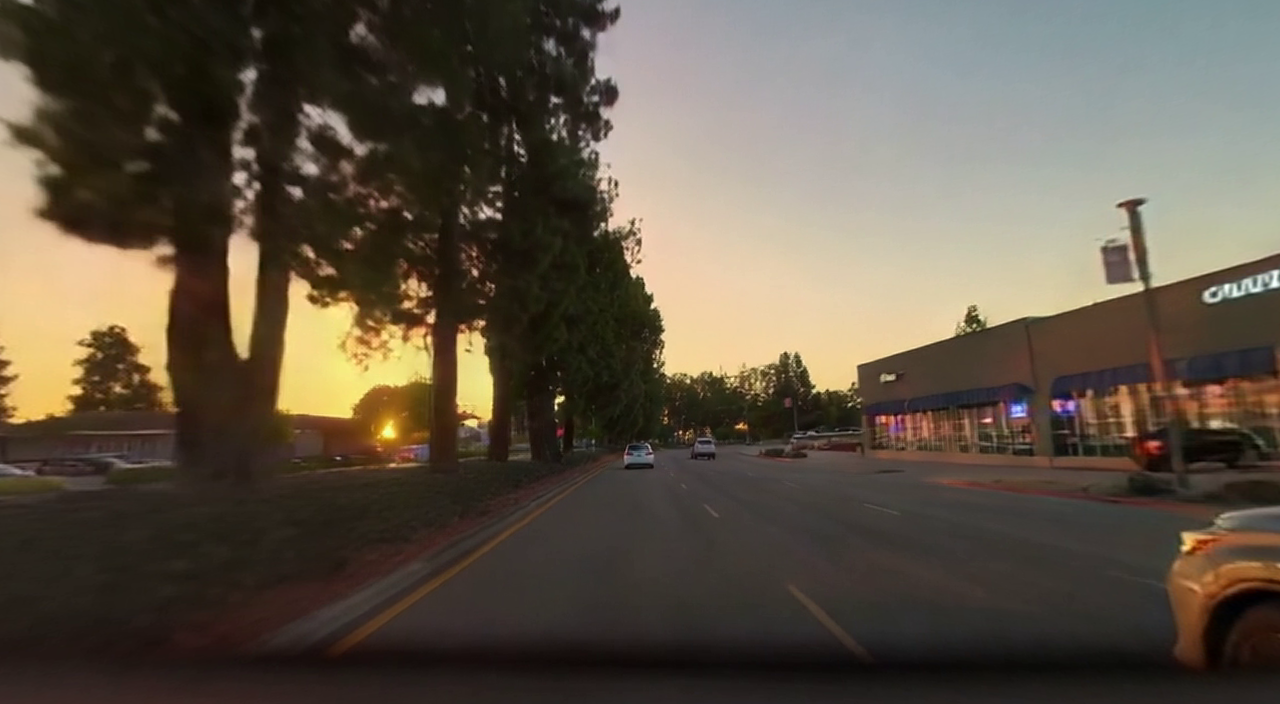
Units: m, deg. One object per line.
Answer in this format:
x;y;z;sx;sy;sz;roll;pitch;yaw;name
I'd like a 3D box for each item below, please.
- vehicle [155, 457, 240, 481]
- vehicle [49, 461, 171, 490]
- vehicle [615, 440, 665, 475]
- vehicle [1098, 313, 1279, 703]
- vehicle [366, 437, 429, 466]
-30.128;7.977;43.078;4.309;1.468;2.014;-1;-9;2;vehicle
-29.170;6.791;34.883;4.702;1.471;2.215;0;-8;0;vehicle
-0.027;4.708;28.491;2.126;1.475;3.967;0;-8;-1;vehicle
3.178;0.512;0.621;2.110;1.698;4.397;0;-8;0;vehicle
-17.029;7.028;44.691;2.195;1.911;5.549;0;-8;0;vehicle
